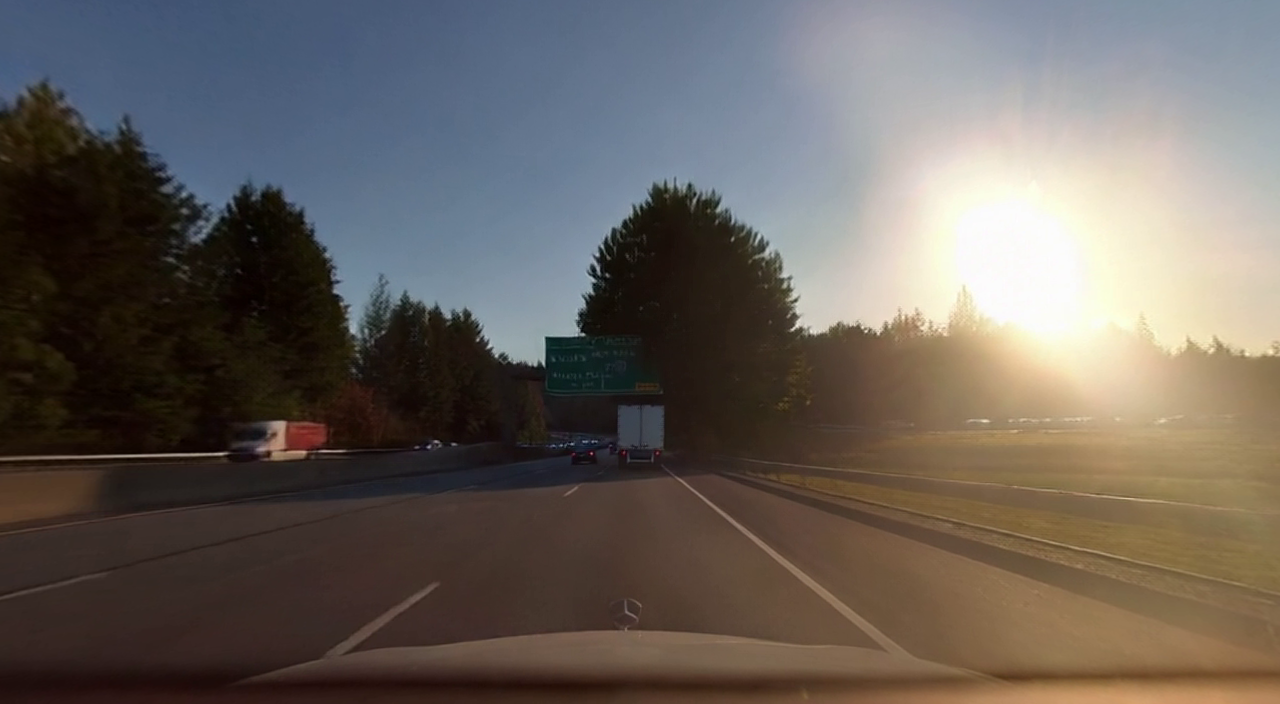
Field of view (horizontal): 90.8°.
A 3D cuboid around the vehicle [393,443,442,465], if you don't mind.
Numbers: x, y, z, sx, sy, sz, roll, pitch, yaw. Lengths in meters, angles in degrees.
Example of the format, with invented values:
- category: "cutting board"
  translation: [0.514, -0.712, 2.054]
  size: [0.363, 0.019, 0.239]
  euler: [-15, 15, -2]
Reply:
- category: "vehicle"
  translation: [-16.056, 7.394, 45.747]
  size: [1.897, 1.464, 4.483]
  euler: [0, -9, 1]

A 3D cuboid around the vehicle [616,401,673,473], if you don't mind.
- category: "vehicle"
  translation: [0.081, 5.458, 39.410]
  size: [2.976, 3.800, 12.335]
  euler: [0, -9, -1]

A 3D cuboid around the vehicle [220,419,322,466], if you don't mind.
- category: "vehicle"
  translation: [-23.082, 5.783, 39.961]
  size: [2.236, 2.690, 6.941]
  euler: [0, -9, 0]

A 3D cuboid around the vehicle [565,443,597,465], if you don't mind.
- category: "vehicle"
  translation: [-4.368, 7.653, 47.178]
  size: [1.964, 1.556, 4.071]
  euler: [0, -9, 0]
